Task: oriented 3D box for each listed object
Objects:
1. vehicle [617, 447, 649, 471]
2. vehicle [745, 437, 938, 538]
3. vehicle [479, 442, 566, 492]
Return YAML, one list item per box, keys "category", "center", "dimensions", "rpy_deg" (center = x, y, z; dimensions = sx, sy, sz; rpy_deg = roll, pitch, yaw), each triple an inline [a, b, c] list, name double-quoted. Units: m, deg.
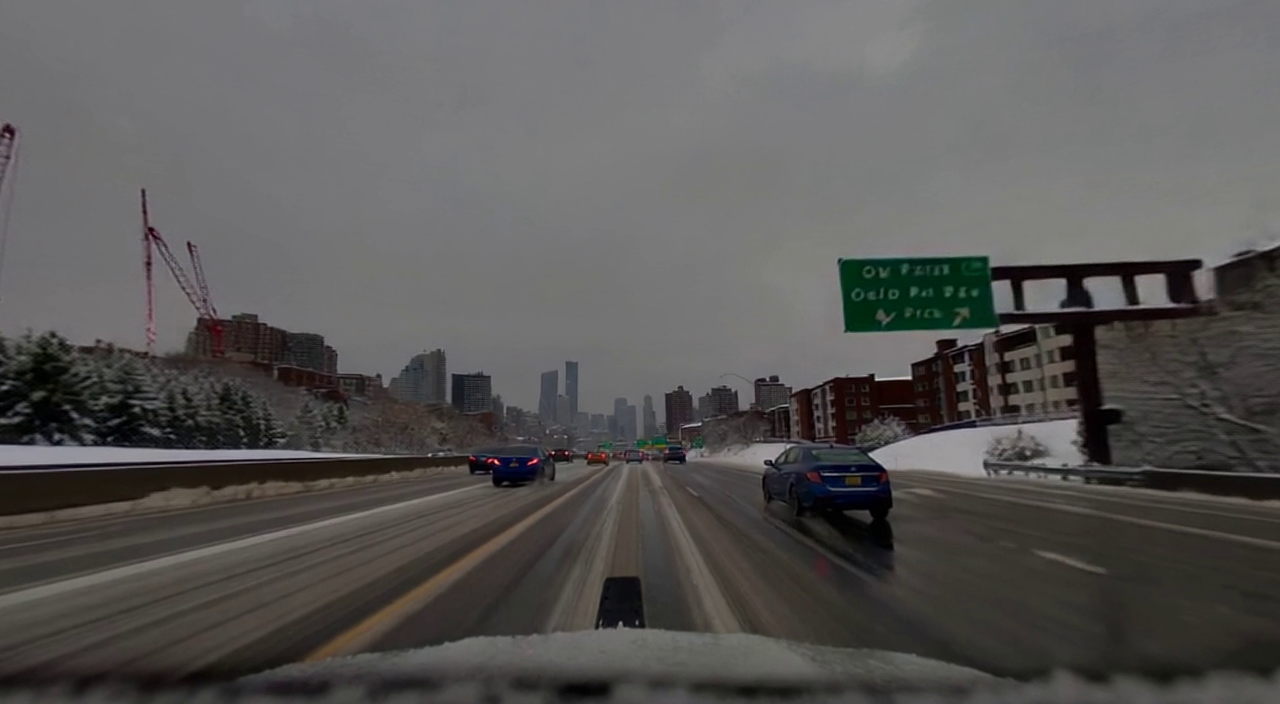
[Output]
- category: "vehicle"
  center: [-0.486, 7.100, 42.067]
  dimensions: [2.019, 1.472, 3.971]
  rpy_deg: [0, -8, -1]
- category: "vehicle"
  center: [3.383, 2.353, 11.701]
  dimensions: [1.995, 1.486, 4.463]
  rpy_deg: [0, -8, -1]
- category: "vehicle"
  center: [-3.933, 3.930, 21.997]
  dimensions: [2.136, 1.512, 4.488]
  rpy_deg: [0, -8, 1]
